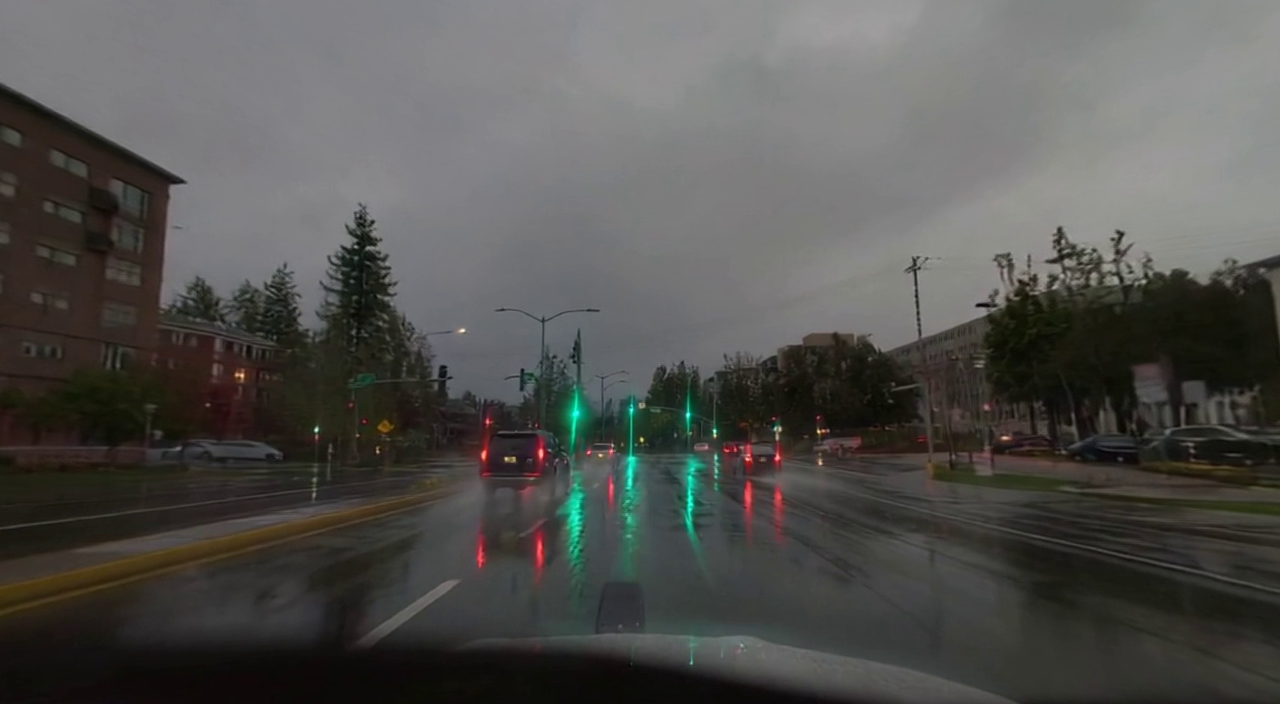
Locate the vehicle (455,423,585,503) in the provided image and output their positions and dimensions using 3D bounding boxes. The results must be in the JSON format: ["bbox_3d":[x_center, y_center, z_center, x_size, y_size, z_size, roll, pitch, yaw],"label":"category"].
[{"bbox_3d":[-3.084,3.040,17.750,2.450,1.866,5.416,0,-9,1],"label":"vehicle"}]

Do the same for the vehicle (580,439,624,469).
[{"bbox_3d":[-2.457,6.783,42.174,2.305,1.833,4.912,-1,-9,4],"label":"vehicle"}]

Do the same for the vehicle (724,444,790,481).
[{"bbox_3d":[4.992,4.786,27.608,1.960,1.471,4.378,0,-9,-1],"label":"vehicle"}]

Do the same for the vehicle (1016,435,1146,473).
[{"bbox_3d":[20.143,4.654,28.897,4.972,1.547,2.226,2,-10,-20],"label":"vehicle"}]
